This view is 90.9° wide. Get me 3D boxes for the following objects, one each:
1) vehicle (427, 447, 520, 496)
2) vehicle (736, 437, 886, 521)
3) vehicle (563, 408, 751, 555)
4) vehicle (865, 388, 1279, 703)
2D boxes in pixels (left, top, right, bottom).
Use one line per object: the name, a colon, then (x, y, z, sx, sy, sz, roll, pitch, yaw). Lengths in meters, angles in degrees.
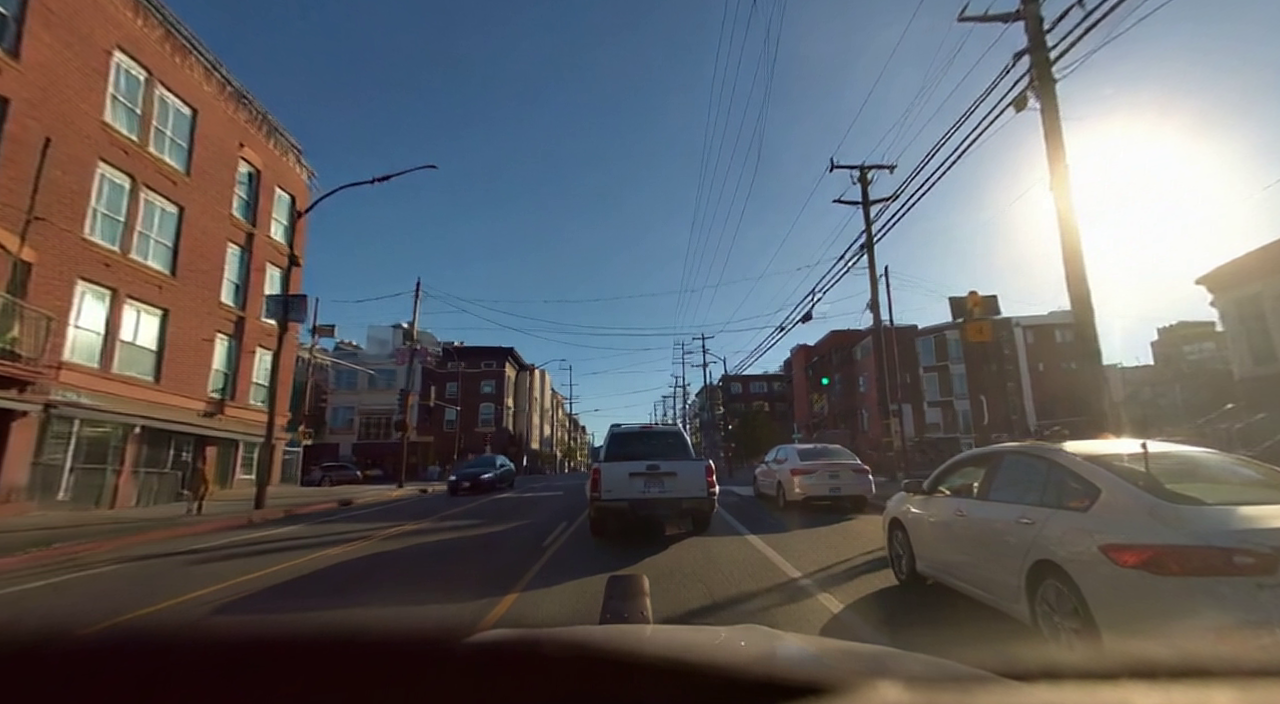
vehicle: (-5.743, 4.160, 22.331, 2.014, 1.538, 4.275, -1, -9, 2)
vehicle: (3.327, 2.556, 13.226, 1.970, 1.452, 4.227, 0, -9, 0)
vehicle: (0.178, 1.848, 9.629, 2.232, 1.736, 4.036, 0, -9, -1)
vehicle: (3.329, 1.229, 4.560, 1.906, 1.578, 4.020, 0, -9, 0)
